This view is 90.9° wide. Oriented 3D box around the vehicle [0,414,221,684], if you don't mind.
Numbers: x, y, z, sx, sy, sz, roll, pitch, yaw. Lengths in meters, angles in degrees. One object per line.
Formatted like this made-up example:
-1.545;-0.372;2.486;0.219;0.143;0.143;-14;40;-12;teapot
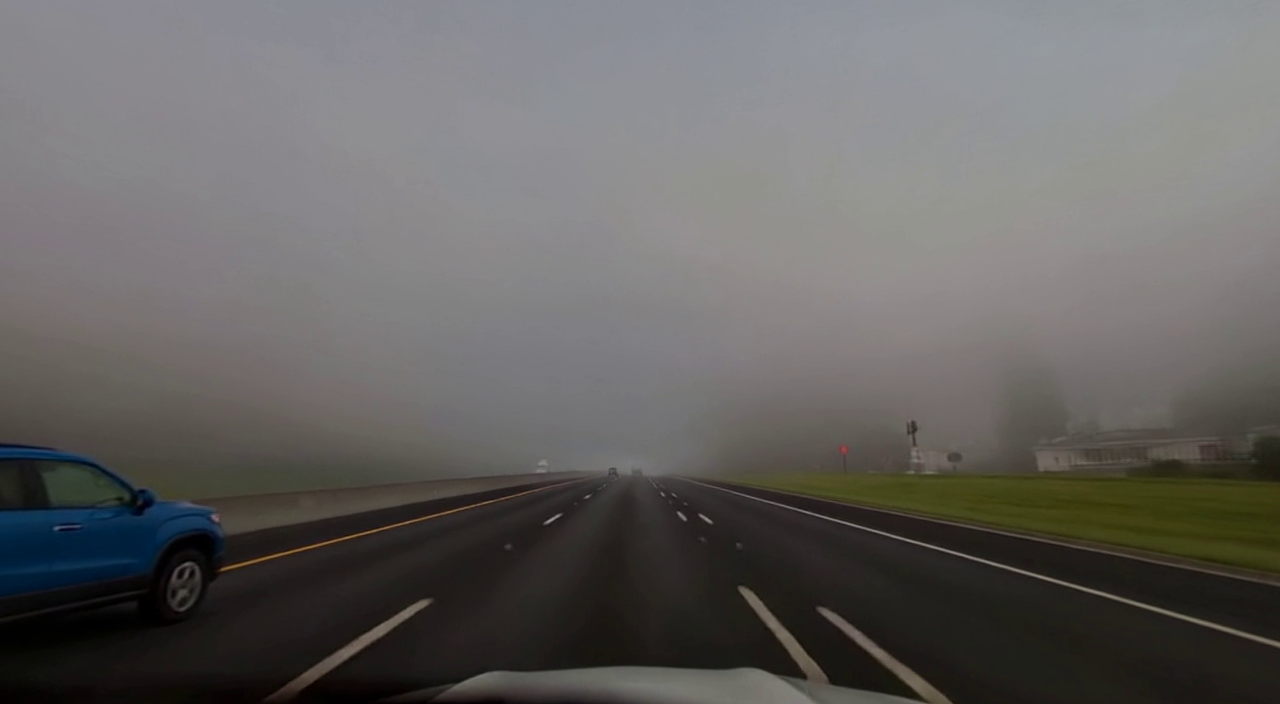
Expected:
-4.651;1.093;3.446;1.914;1.534;4.015;1;-10;0;vehicle
